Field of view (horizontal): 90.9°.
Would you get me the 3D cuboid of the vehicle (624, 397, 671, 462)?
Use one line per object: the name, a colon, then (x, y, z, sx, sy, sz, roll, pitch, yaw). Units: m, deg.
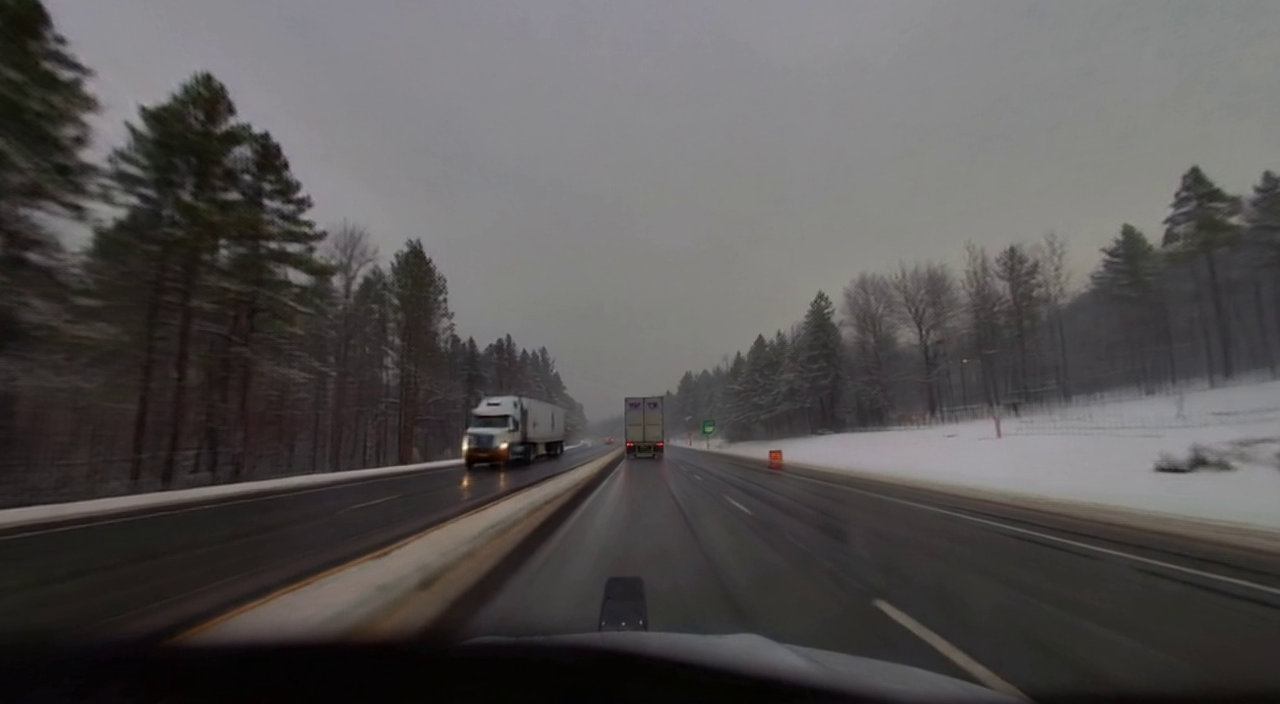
vehicle: (0.355, 5.702, 45.554, 2.935, 4.068, 11.036, 0, -8, -1)

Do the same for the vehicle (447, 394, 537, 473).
vehicle: (-8.290, 4.795, 36.725, 3.025, 4.018, 8.862, 0, -8, 0)
